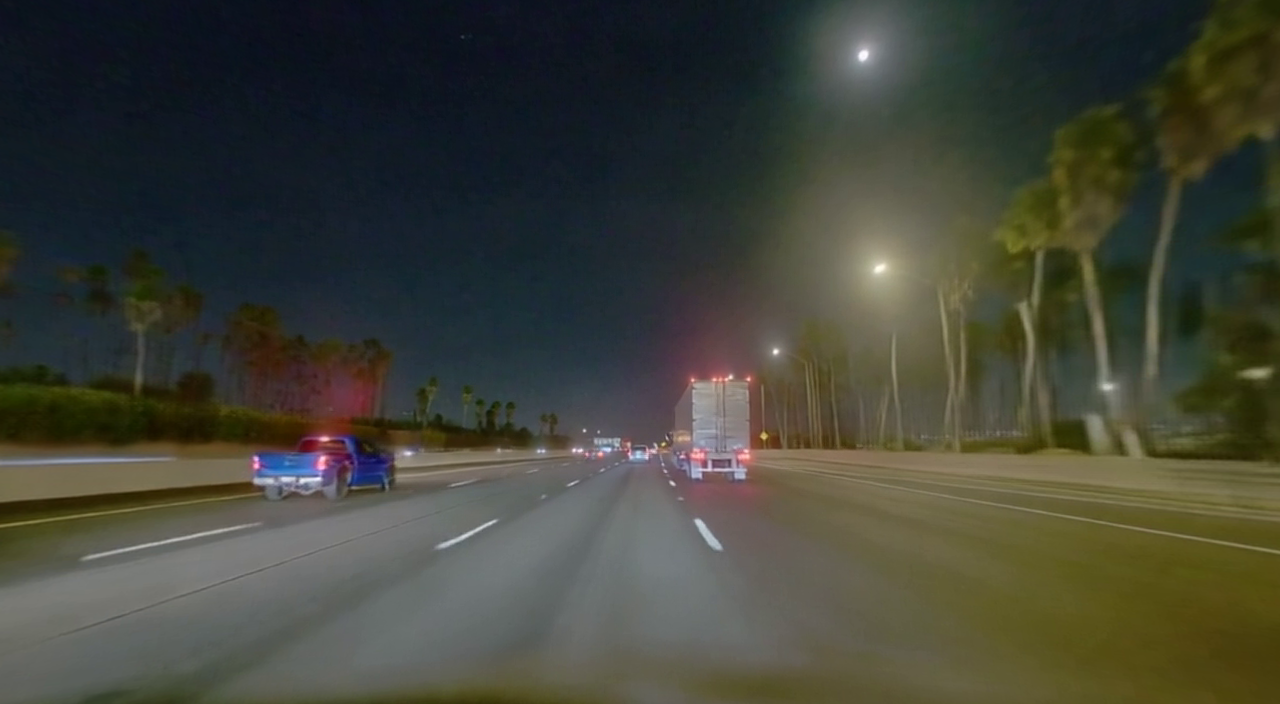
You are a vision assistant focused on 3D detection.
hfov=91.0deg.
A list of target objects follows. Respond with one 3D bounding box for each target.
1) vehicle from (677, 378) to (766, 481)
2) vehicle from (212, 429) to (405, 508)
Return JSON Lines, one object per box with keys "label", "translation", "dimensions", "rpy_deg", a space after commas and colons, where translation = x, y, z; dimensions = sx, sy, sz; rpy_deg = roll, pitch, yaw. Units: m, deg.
{"label": "vehicle", "translation": [3.705, 4.241, 33.286], "dimensions": [2.891, 4.123, 16.415], "rpy_deg": [0, -8, 1]}
{"label": "vehicle", "translation": [-8.254, 2.942, 16.407], "dimensions": [2.264, 1.728, 4.940], "rpy_deg": [0, -9, 1]}
